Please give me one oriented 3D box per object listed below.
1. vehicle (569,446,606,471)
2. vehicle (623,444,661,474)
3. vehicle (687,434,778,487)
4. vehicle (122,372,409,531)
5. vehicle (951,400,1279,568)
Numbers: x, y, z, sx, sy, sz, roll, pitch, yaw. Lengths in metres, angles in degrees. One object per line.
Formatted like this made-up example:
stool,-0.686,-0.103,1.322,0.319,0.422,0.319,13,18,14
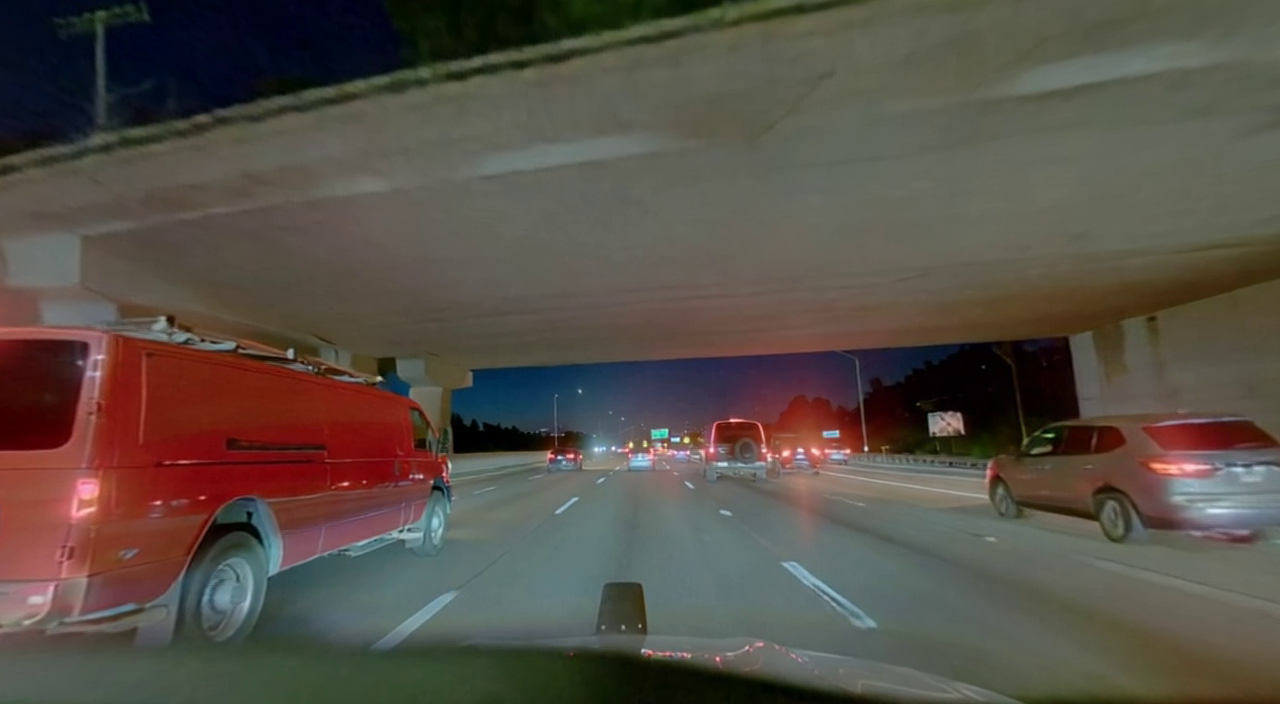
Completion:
vehicle,-3.359,6.894,40.958,1.970,1.483,4.071,0,-9,1
vehicle,0.115,6.155,36.661,2.115,1.617,4.102,0,-9,0
vehicle,3.560,4.348,25.673,2.777,1.895,5.710,0,-9,0
vehicle,-7.607,2.179,14.086,2.336,2.708,6.421,0,-9,1
vehicle,7.488,1.877,9.866,2.304,1.840,5.706,0,-9,0
